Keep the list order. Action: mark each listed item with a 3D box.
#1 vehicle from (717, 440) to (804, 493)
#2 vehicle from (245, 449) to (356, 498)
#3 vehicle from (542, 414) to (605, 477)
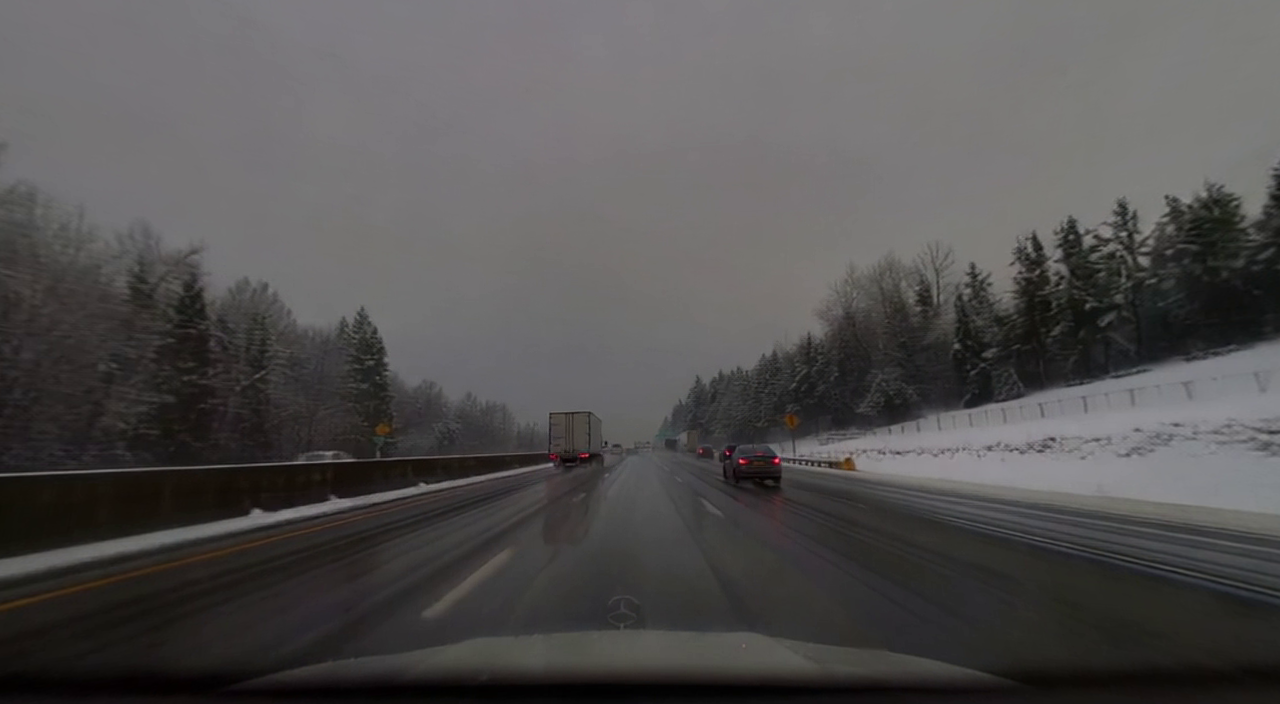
[{"bbox_3d":[3.829,3.708,20.713,1.983,1.545,4.038,0,-9,-1],"label":"vehicle"},{"bbox_3d":[-11.615,4.150,21.904,1.705,1.524,3.845,0,-9,0],"label":"vehicle"},{"bbox_3d":[-3.586,5.280,35.566,2.667,3.195,6.731,0,-9,1],"label":"vehicle"}]
